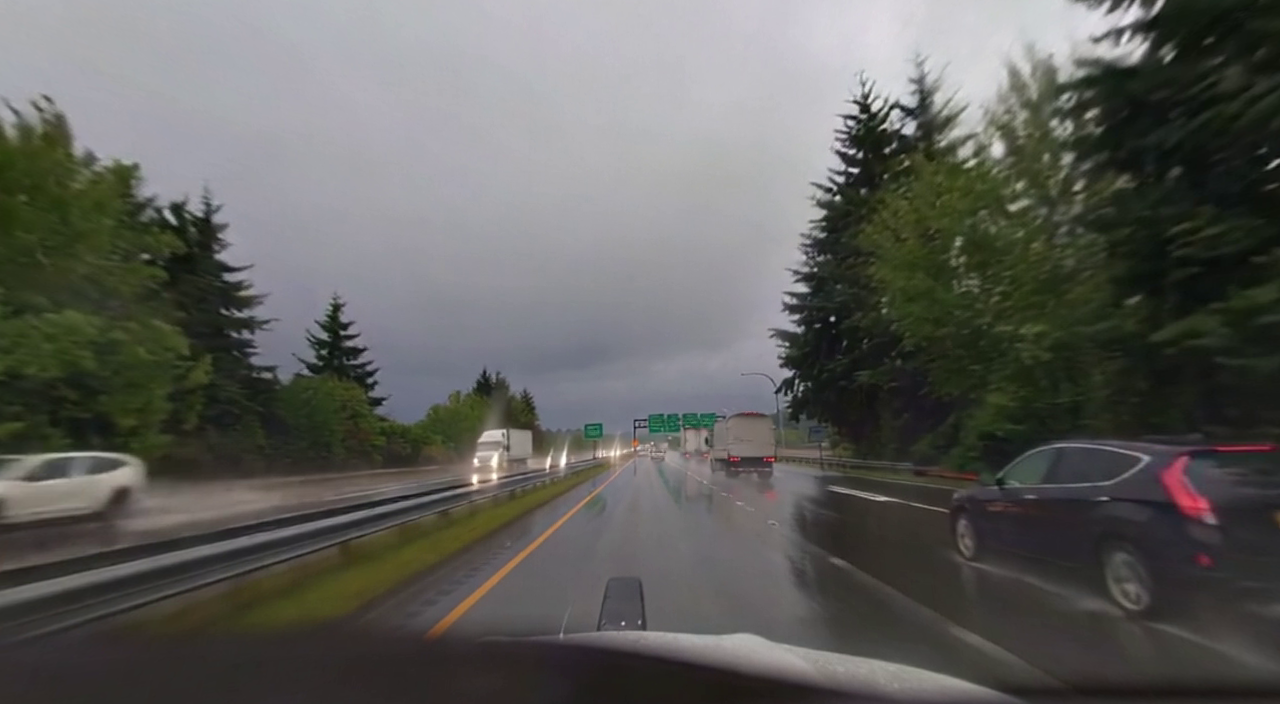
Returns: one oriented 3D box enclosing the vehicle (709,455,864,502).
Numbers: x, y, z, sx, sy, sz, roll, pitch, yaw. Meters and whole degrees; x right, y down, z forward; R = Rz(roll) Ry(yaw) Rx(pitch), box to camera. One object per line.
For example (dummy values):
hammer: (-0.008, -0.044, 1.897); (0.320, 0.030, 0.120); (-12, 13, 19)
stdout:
vehicle: (4.642, 4.458, 23.439); (2.472, 1.036, 13.239); (-1, -9, -1)

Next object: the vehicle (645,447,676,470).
vehicle: (1.398, 7.412, 44.004); (2.049, 1.500, 3.790); (0, -9, 1)

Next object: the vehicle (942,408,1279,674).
vehicle: (4.497, 1.366, 5.512); (1.873, 1.519, 3.607); (0, -9, 0)

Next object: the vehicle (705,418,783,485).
vehicle: (4.717, 4.662, 29.736); (2.569, 2.783, 5.984); (0, -9, -1)

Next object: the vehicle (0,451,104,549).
vehicle: (-12.644, 2.769, 11.493); (1.899, 1.750, 4.339); (-4, -9, 0)
